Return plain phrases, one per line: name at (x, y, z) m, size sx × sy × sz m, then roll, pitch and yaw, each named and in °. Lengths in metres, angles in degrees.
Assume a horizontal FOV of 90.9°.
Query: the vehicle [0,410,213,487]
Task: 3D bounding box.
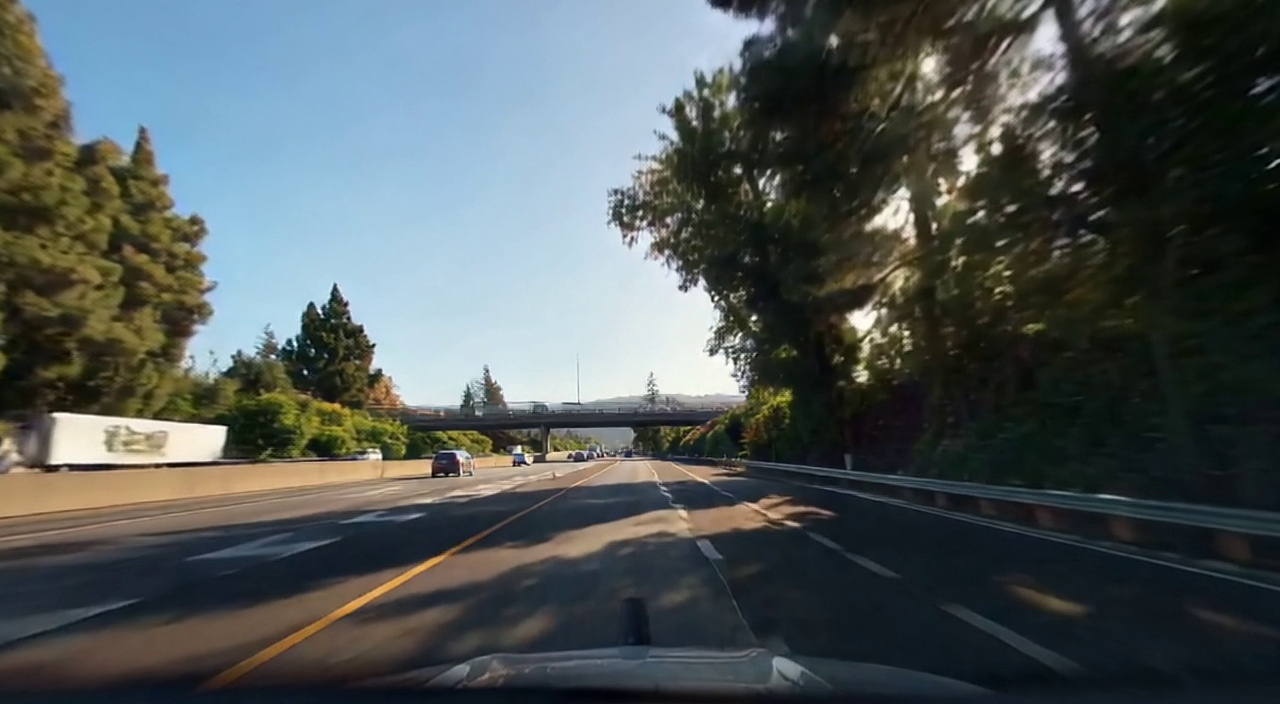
vehicle at (-33.039, 5.975, 39.020) m, size 2.832 × 3.818 × 14.586 m, roll 2°, pitch -9°, yaw 1°
